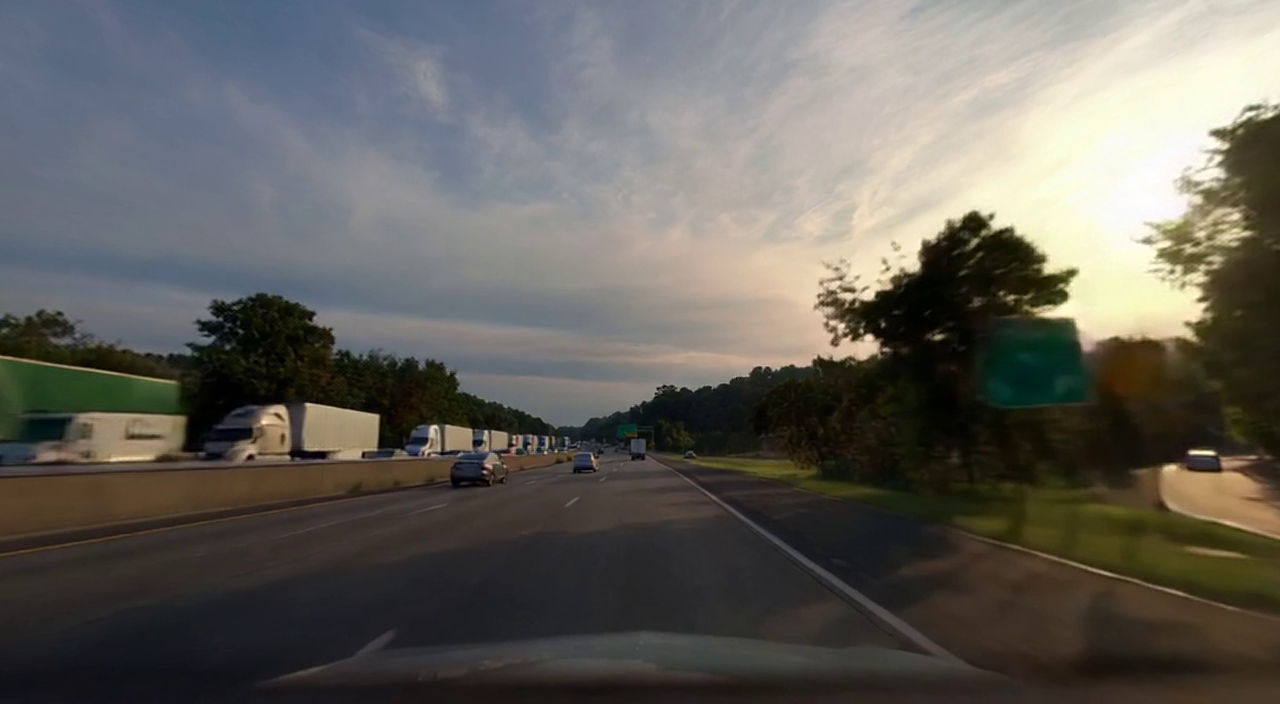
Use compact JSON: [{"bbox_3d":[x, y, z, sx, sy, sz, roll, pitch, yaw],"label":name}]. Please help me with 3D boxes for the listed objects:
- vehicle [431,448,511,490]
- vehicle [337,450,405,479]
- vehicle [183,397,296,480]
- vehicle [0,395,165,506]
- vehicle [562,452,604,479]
[{"bbox_3d":[-7.282,5.067,27.721,2.122,1.685,4.714,0,-9,1],"label":"vehicle"},{"bbox_3d":[-14.370,6.007,33.865,1.865,1.456,4.034,0,-9,0],"label":"vehicle"},{"bbox_3d":[-18.737,4.093,29.771,2.922,3.673,3.310,0,-9,0],"label":"vehicle"},{"bbox_3d":[-15.202,2.400,15.336,2.527,2.391,5.963,0,-9,0],"label":"vehicle"},{"bbox_3d":[-3.368,6.764,37.822,2.076,1.453,4.094,0,-9,1],"label":"vehicle"}]
